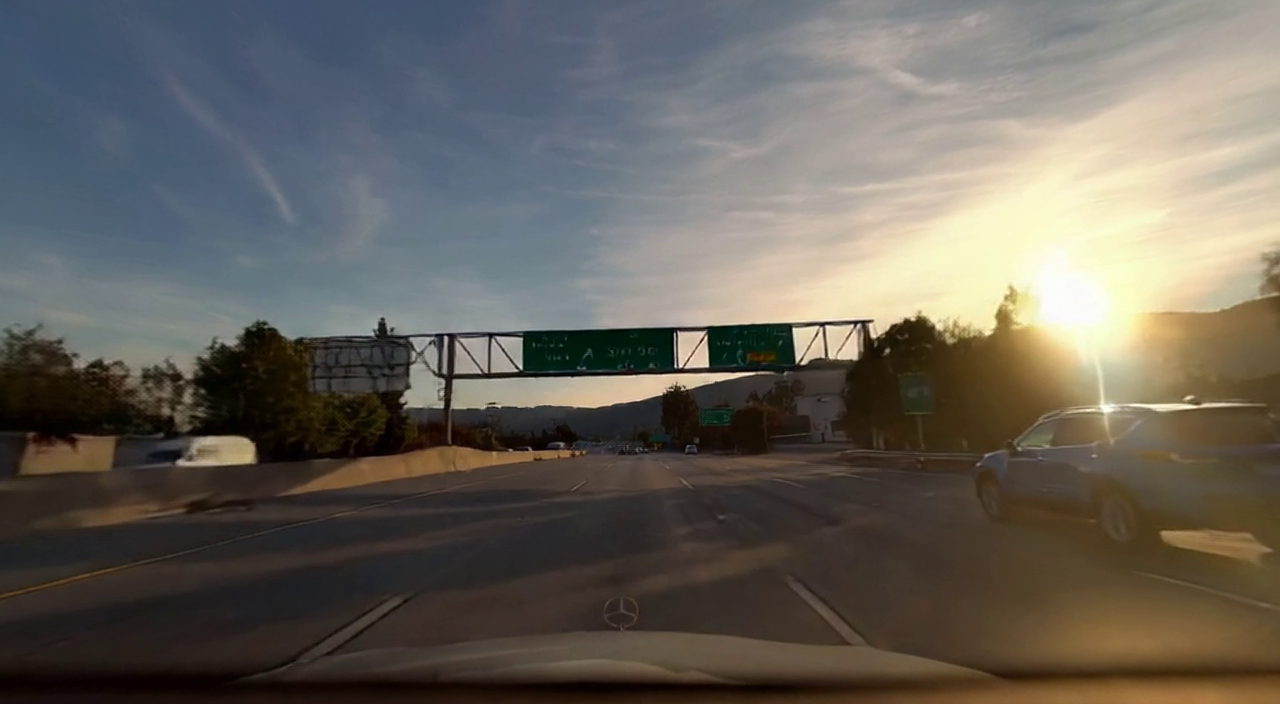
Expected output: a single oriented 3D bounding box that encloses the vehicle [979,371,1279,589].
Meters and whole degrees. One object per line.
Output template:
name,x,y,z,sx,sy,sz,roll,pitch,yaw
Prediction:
vehicle,6.648,1.449,7.870,2.222,1.899,4.595,0,-8,0
